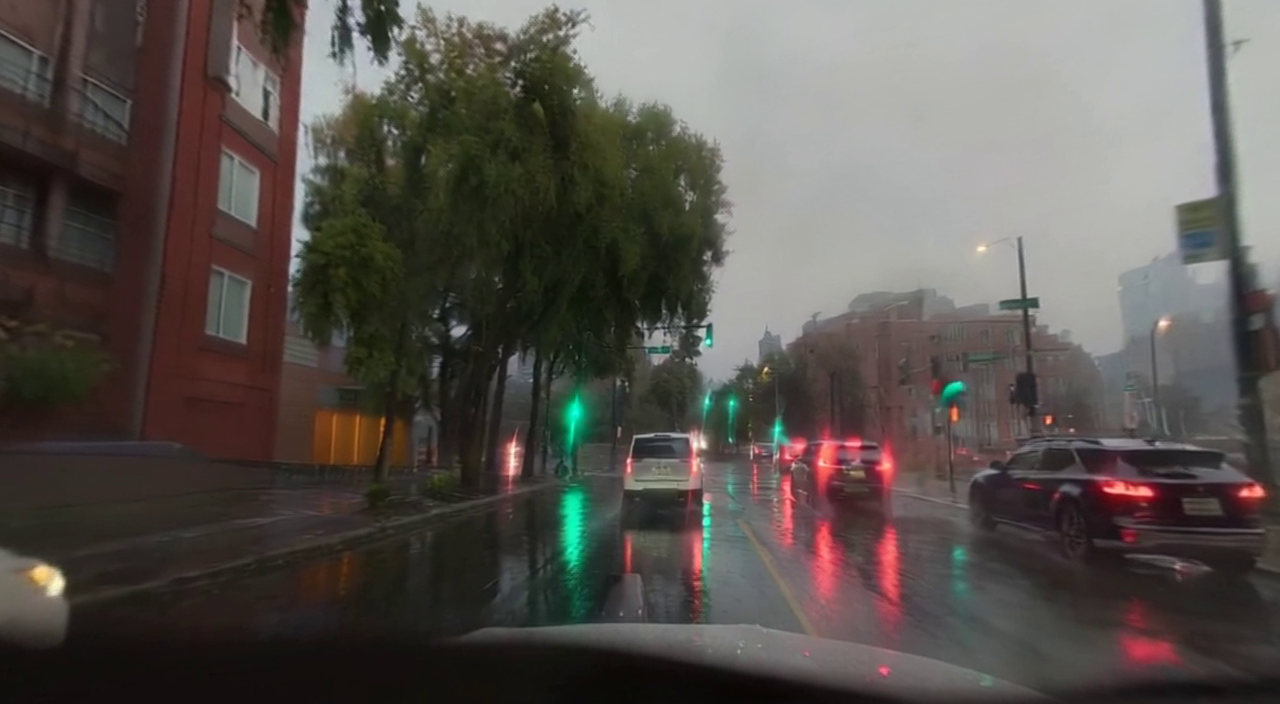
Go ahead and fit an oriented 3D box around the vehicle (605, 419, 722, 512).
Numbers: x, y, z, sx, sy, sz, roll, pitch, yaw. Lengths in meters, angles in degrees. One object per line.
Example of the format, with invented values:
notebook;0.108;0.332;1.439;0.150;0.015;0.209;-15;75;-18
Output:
vehicle;0.774;2.649;15.235;2.333;1.832;5.200;-1;-9;7

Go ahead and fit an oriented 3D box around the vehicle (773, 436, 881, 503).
vehicle;5.002;3.185;17.544;2.111;1.619;4.077;-1;-8;6

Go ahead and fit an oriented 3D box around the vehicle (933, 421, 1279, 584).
vehicle;6.760;2.114;9.974;2.093;1.815;5.441;-1;-8;5

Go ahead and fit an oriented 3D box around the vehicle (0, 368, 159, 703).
vehicle;-4.053;0.769;1.464;2.013;1.772;4.439;-1;-8;7

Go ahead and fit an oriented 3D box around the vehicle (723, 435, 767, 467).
vehicle;5.920;5.658;36.088;2.111;1.705;4.093;-1;-8;5
